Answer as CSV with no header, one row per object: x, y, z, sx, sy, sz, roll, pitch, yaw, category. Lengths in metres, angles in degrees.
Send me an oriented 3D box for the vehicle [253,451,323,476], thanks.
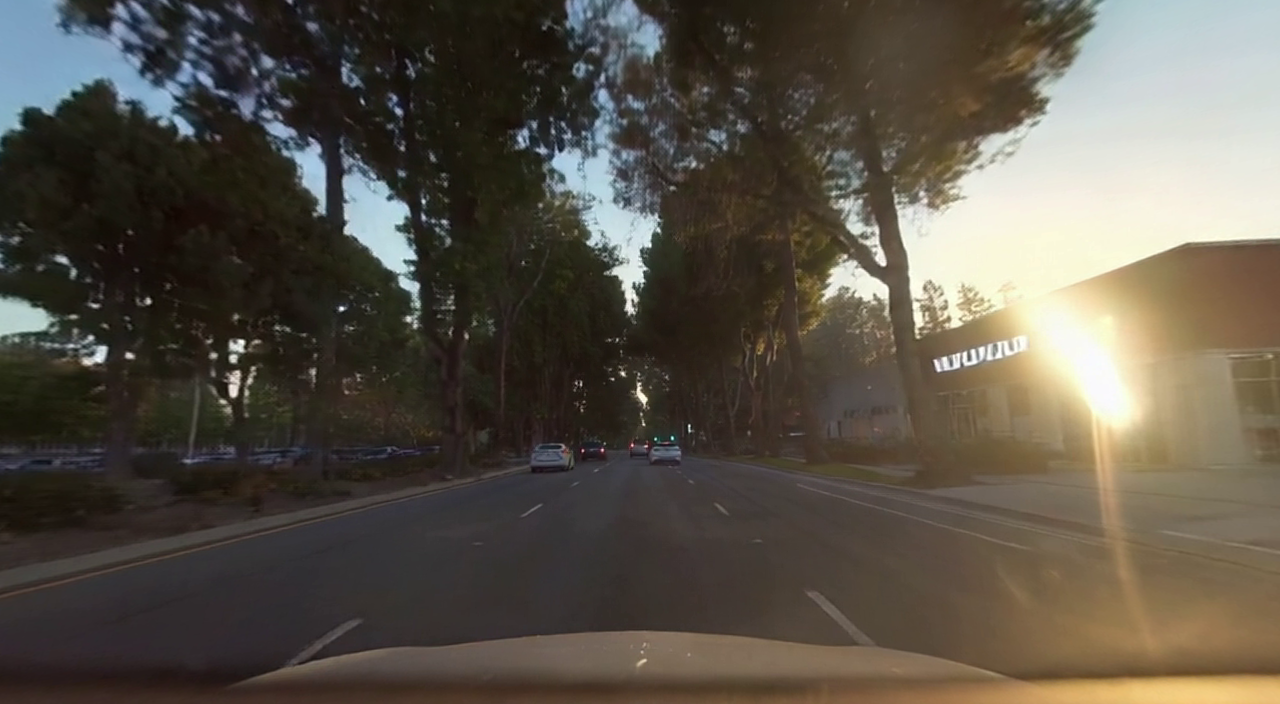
-22.821,7.234,41.079,1.905,1.483,4.479,0,-8,0,vehicle

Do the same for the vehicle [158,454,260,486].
-22.757,6.220,33.562,1.862,1.506,4.983,1,-9,1,vehicle

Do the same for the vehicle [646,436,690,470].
1.301,4.932,30.889,1.922,1.579,3.642,0,-8,-1,vehicle

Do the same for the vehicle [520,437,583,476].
-3.617,4.365,26.579,1.908,1.481,4.536,0,-8,1,vehicle
